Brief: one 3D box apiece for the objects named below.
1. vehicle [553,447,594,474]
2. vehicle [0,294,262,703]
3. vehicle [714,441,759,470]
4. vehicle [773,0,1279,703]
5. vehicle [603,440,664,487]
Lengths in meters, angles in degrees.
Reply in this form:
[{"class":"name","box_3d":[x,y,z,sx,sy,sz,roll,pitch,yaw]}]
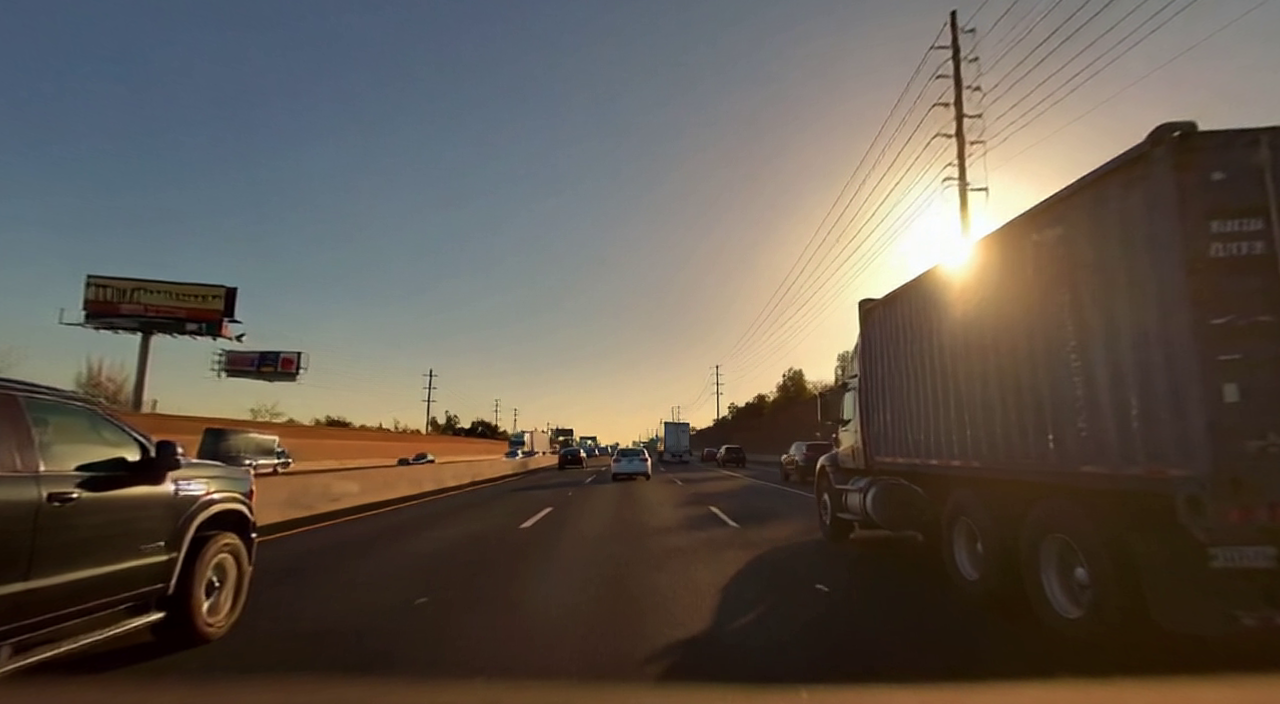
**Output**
[{"class":"vehicle","box_3d":[-3.957,6.544,38.272,2.025,1.498,4.675,0,-9,0]},{"class":"vehicle","box_3d":[-4.225,0.598,1.961,2.323,2.046,6.006,0,-9,1]},{"class":"vehicle","box_3d":[6.956,7.542,46.246,2.302,1.973,5.502,0,-9,-1]},{"class":"vehicle","box_3d":[3.444,0.145,4.537,3.013,3.940,7.933,0,-9,-1]},{"class":"vehicle","box_3d":[-0.240,4.344,24.957,2.191,1.685,4.015,0,-9,0]}]
